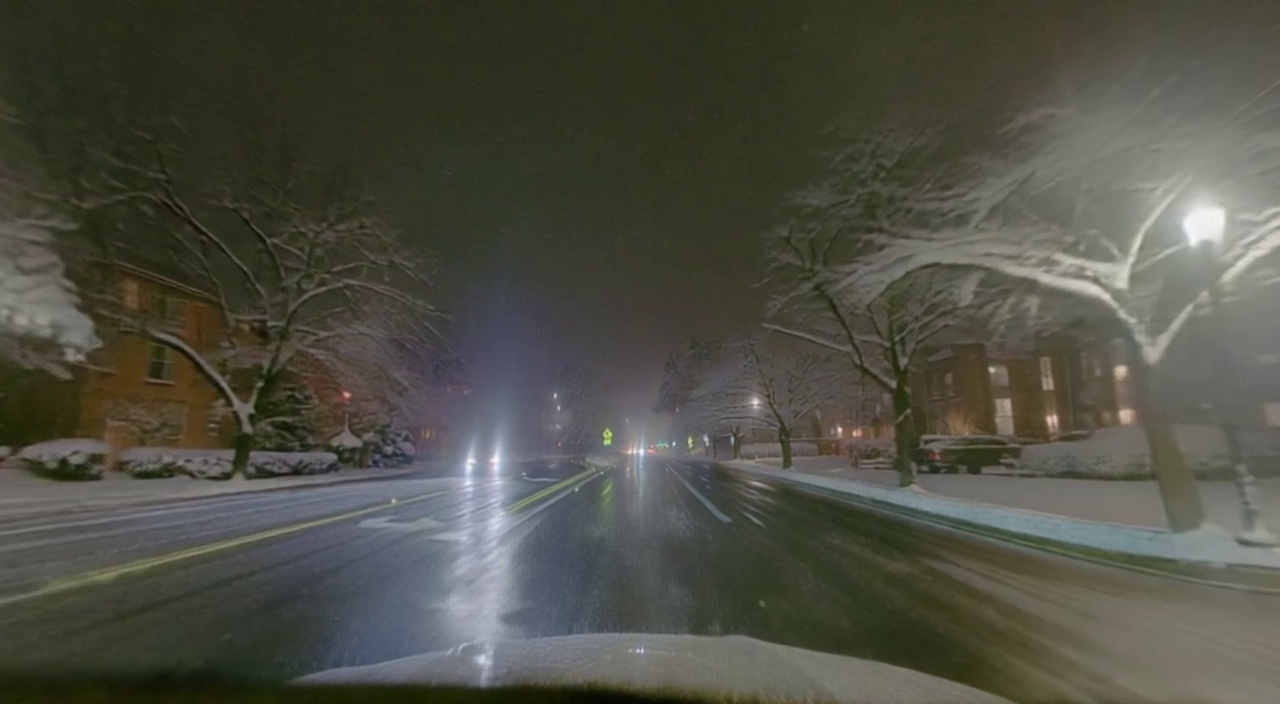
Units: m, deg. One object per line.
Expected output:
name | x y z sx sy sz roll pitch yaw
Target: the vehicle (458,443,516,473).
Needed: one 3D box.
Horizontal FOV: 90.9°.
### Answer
vehicle | -8.303 5.777 34.559 2.044 1.548 4.284 0 -8 1
